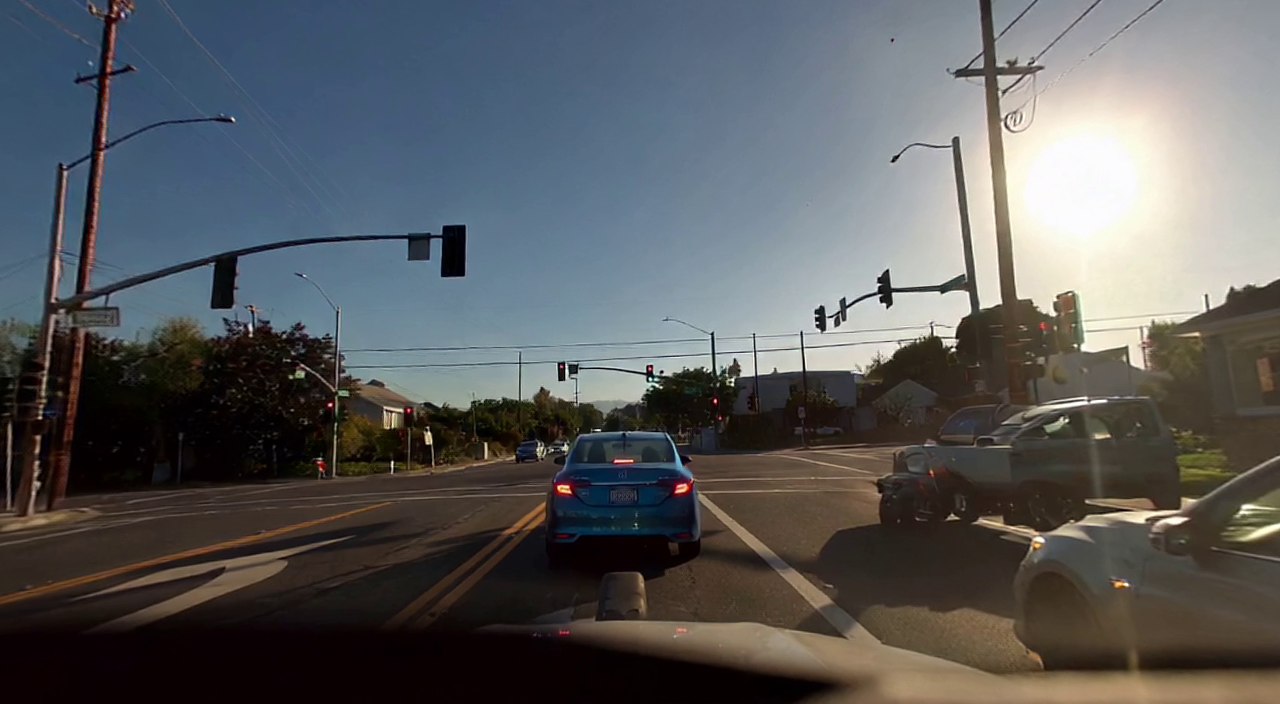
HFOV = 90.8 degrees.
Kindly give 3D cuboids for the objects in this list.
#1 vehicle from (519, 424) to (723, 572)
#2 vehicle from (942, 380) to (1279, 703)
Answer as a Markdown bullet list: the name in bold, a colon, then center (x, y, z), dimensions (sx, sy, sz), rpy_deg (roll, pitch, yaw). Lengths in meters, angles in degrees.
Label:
- **vehicle**: center (-0.225, 1.793, 8.581), dimensions (2.061, 1.485, 4.196), rpy_deg (0, -8, -1)
- **vehicle**: center (2.925, 0.882, 2.232), dimensions (1.860, 1.494, 3.707), rpy_deg (0, -8, 0)
